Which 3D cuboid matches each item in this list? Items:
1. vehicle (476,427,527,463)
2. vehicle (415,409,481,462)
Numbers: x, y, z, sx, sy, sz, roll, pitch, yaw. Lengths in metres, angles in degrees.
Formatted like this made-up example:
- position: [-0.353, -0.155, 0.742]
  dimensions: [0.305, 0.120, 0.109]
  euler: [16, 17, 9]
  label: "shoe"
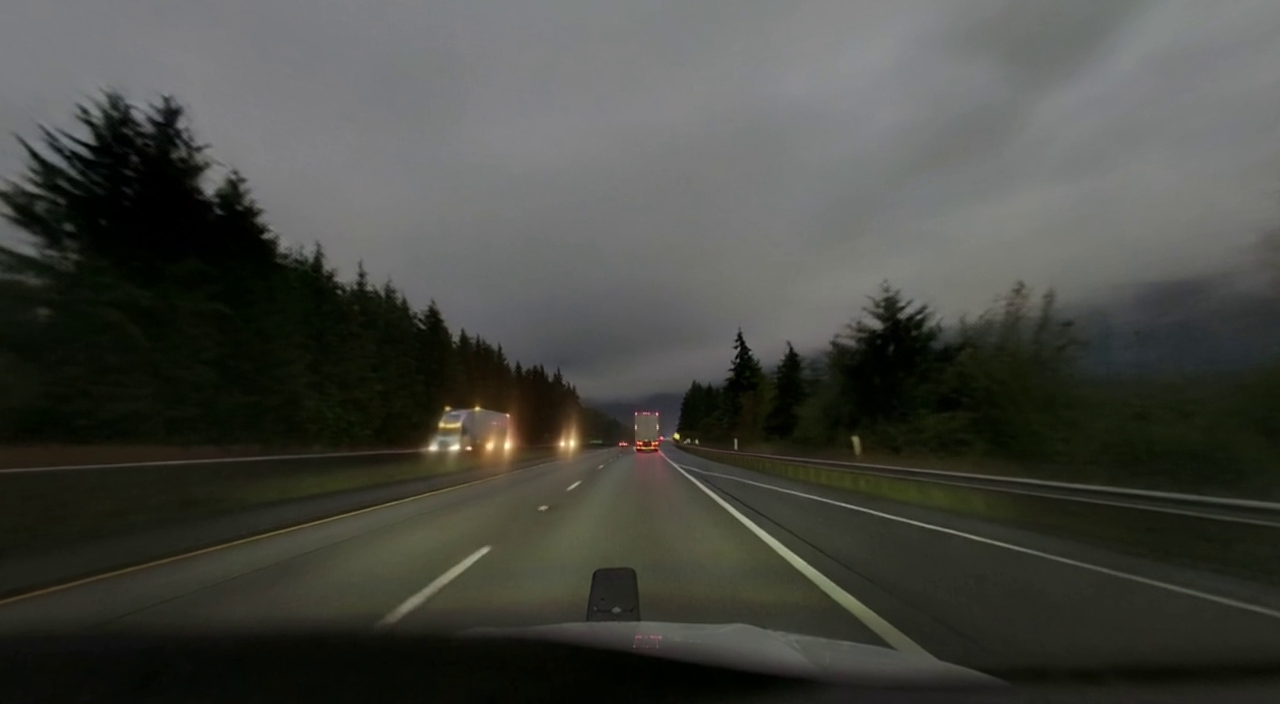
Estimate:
- position: [-9.939, 6.712, 45.666]
  dimensions: [2.304, 2.391, 5.779]
  euler: [-1, -8, 1]
  label: "vehicle"
- position: [-14.425, 6.360, 47.835]
  dimensions: [3.020, 3.775, 5.939]
  euler: [-1, -8, 0]
  label: "vehicle"
